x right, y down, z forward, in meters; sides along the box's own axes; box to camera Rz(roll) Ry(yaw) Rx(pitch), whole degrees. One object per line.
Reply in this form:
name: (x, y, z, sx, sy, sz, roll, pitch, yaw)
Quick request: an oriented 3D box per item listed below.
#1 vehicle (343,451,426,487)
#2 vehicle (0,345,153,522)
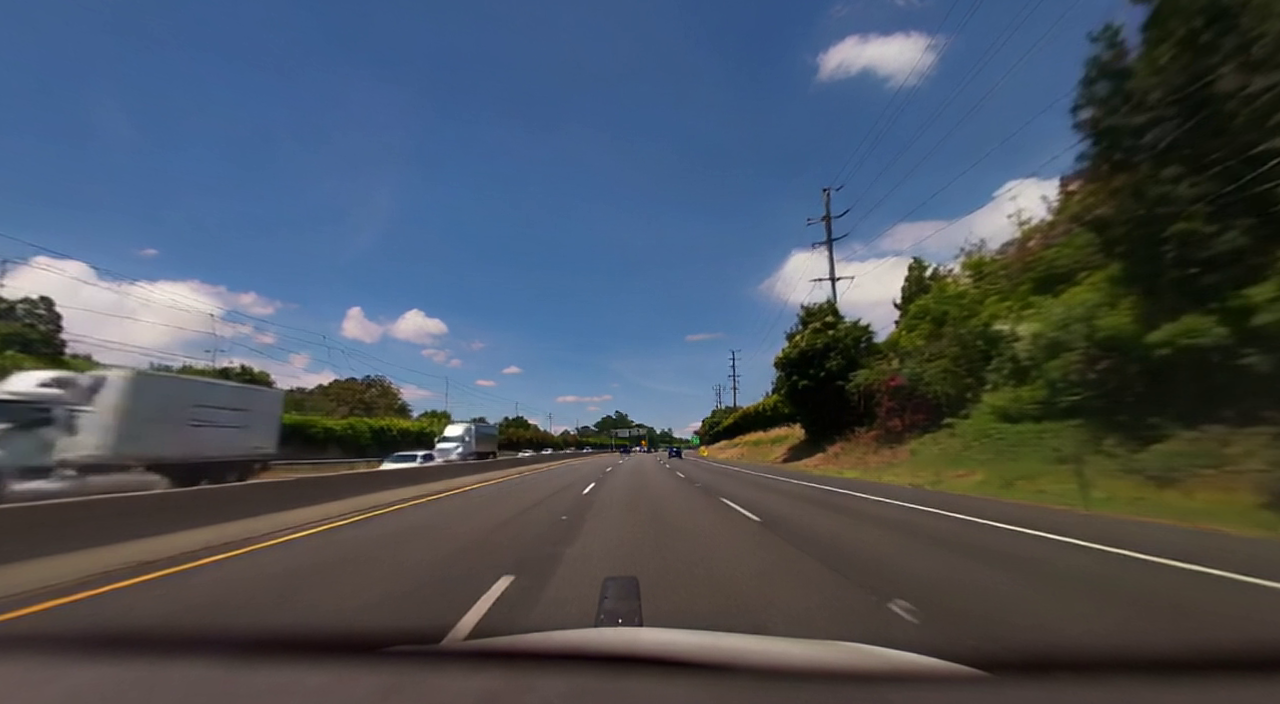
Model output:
vehicle: (-11.713, 5.377, 29.116, 1.928, 1.485, 4.694, 0, -9, -1)
vehicle: (-15.054, 1.873, 14.314, 3.119, 3.694, 5.532, 0, -9, 1)
